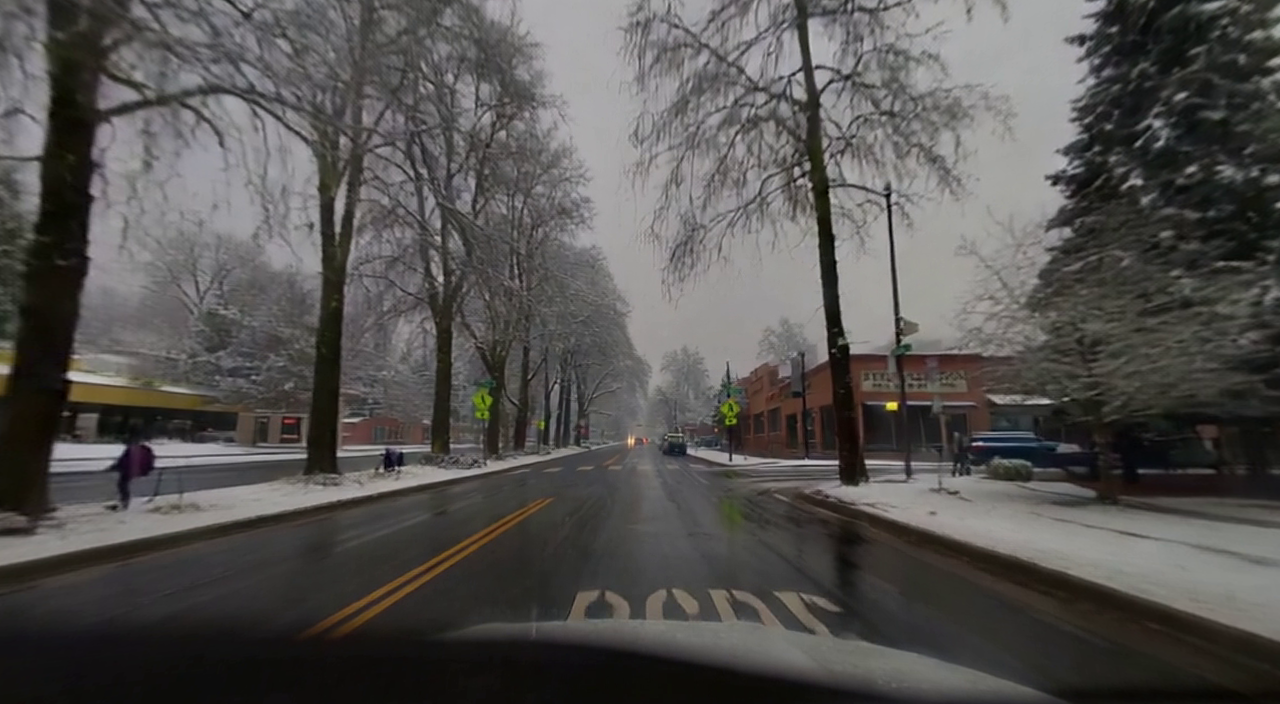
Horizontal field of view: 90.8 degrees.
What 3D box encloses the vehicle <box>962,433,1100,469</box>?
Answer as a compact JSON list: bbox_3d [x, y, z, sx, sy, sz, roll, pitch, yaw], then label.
[{"bbox_3d":[16.857,4.260,27.485,4.563,1.457,2.139,-1,-7,6],"label":"vehicle"}]
